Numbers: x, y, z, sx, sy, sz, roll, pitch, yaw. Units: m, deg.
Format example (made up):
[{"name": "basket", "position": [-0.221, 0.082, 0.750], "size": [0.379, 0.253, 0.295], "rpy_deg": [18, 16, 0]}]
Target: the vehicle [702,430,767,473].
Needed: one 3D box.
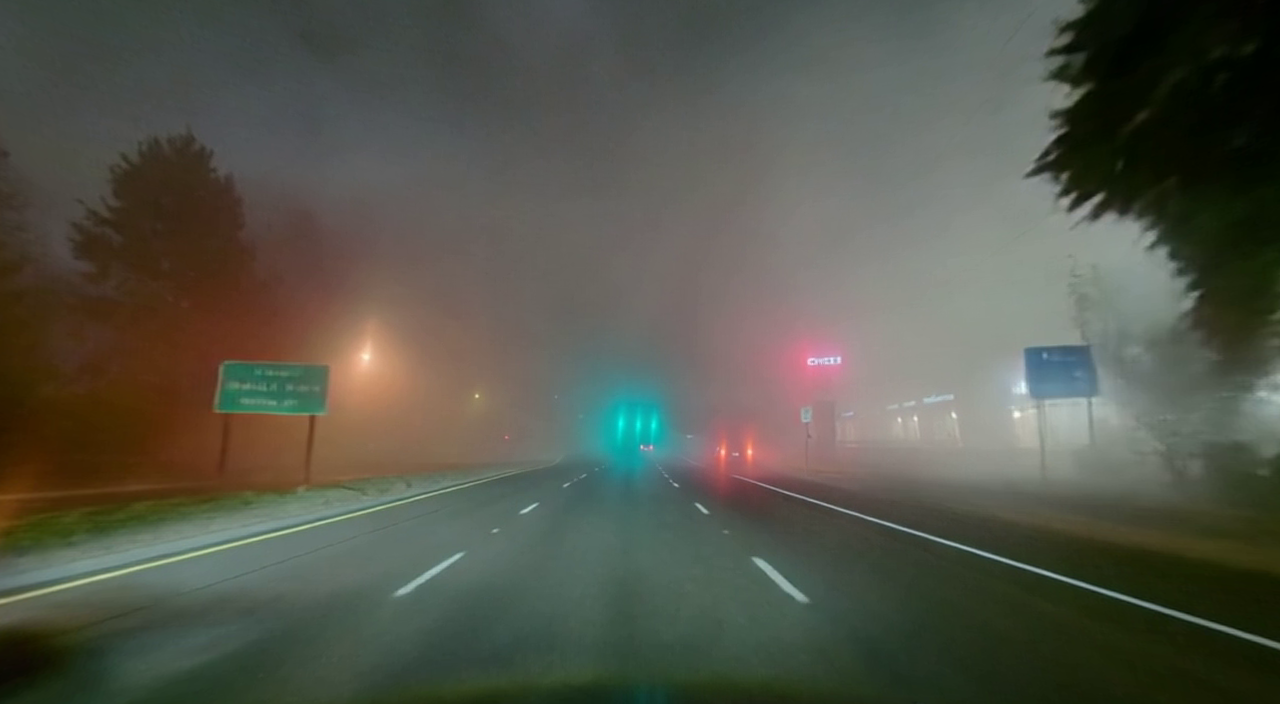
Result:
[{"name": "vehicle", "position": [4.735, 5.112, 32.728], "size": [2.476, 2.016, 5.586], "rpy_deg": [0, -8, 0]}]
